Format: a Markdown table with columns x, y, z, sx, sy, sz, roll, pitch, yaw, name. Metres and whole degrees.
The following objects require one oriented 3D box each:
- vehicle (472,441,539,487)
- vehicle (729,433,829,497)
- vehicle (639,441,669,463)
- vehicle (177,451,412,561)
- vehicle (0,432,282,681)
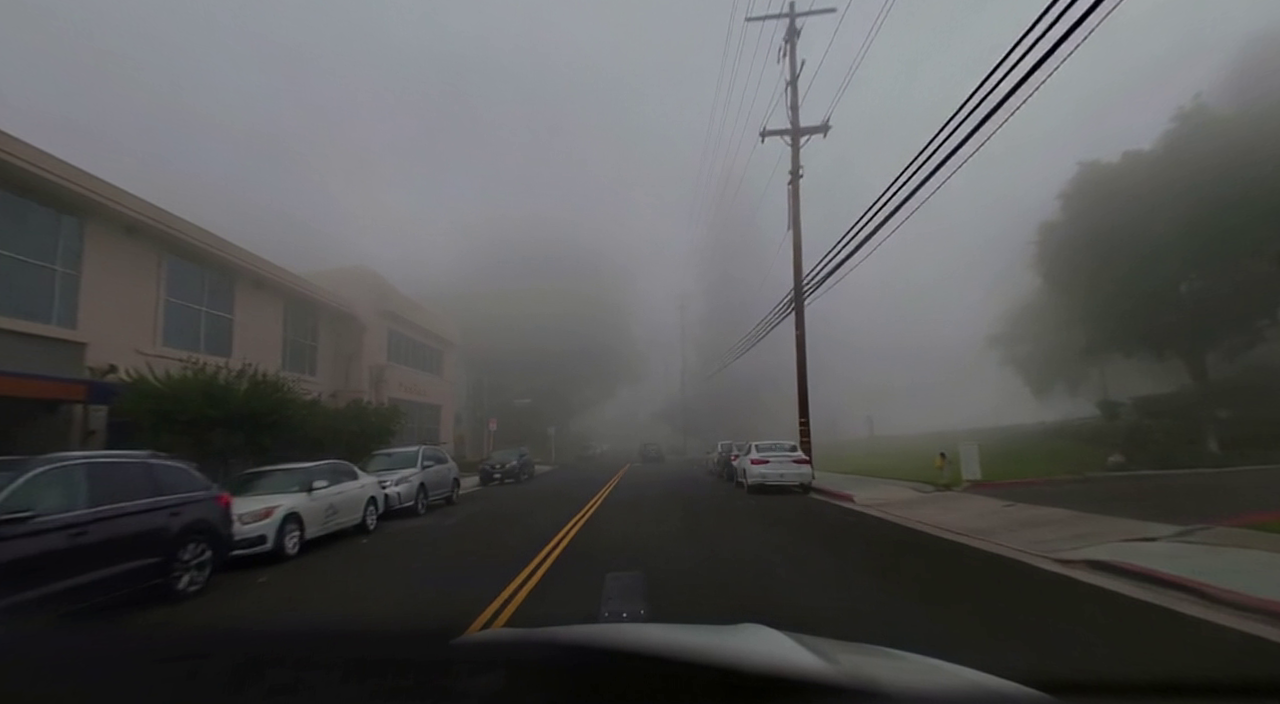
| x | y | z | sx | sy | sz | roll | pitch | yaw | name |
| --- | --- | --- | --- | --- | --- | --- | --- | --- | --- |
| -5.903 | 4.975 | 28.355 | 2.126 | 1.864 | 4.831 | 0 | -9 | -2 | vehicle |
| 3.853 | 3.216 | 18.384 | 1.948 | 1.607 | 4.873 | 0 | -9 | 2 | vehicle |
| 0.985 | 7.528 | 47.607 | 2.125 | 1.524 | 4.404 | 0 | -9 | 0 | vehicle |
| -5.938 | 2.634 | 11.612 | 1.931 | 1.574 | 4.360 | 0 | -9 | -2 | vehicle |
| -5.881 | 1.660 | 5.598 | 2.286 | 1.836 | 5.088 | 0 | -9 | 2 | vehicle |
